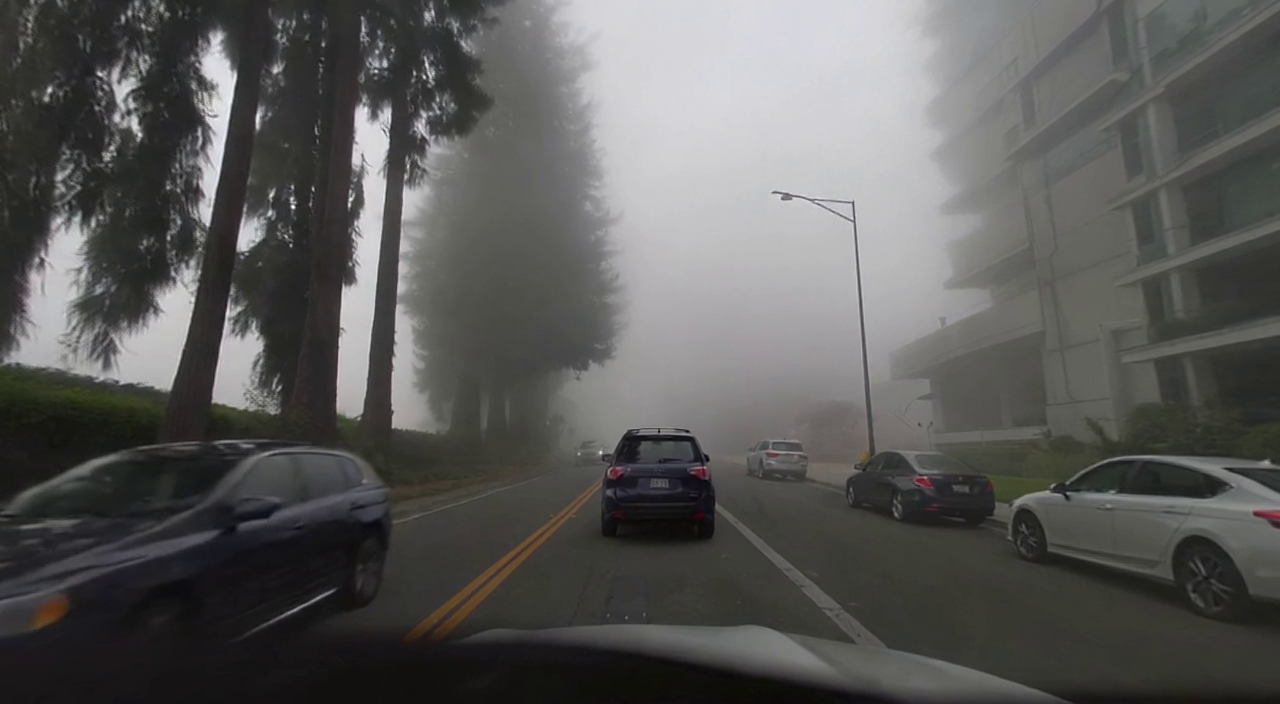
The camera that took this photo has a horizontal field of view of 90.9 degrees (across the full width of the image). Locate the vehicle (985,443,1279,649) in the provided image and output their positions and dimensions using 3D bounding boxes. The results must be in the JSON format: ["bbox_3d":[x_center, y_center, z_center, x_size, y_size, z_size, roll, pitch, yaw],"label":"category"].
[{"bbox_3d":[5.540,1.629,6.069,1.809,1.478,4.623,0,-9,0],"label":"vehicle"}]

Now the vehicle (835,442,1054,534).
[{"bbox_3d":[5.667,2.556,12.613,1.852,1.452,4.852,0,-9,-1],"label":"vehicle"}]

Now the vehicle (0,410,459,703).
[{"bbox_3d":[-3.194,1.365,5.014,2.090,1.532,4.529,0,-9,1],"label":"vehicle"}]

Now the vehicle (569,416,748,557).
[{"bbox_3d":[0.233,1.885,9.467,2.105,1.653,3.887,0,-9,0],"label":"vehicle"}]

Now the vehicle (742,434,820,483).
[{"bbox_3d":[5.649,4.325,25.850,2.059,1.813,4.637,0,-9,-1],"label":"vehicle"}]
